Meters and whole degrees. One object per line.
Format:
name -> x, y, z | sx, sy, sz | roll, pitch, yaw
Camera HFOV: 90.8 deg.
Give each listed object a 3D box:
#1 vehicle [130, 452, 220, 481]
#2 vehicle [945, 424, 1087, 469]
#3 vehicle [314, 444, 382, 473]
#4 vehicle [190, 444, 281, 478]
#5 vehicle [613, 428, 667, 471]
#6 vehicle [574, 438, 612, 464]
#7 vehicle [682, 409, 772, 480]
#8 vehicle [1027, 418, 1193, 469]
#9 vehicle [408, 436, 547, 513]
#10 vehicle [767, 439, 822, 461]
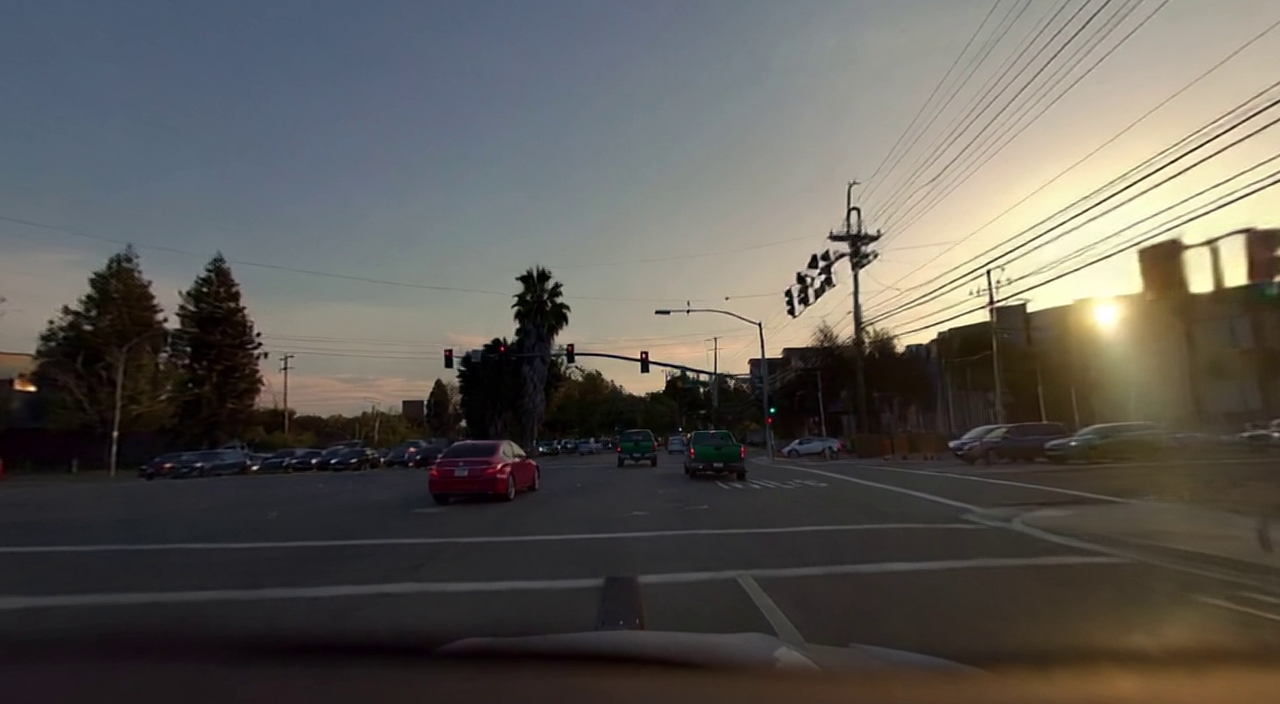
vehicle -> -28.056, 6.911, 38.323 | 1.985, 1.609, 4.536 | -1, -9, 1
vehicle -> 15.439, 3.918, 26.080 | 4.681, 1.756, 2.109 | 2, -9, -9
vehicle -> -17.996, 6.547, 39.179 | 1.958, 1.683, 4.559 | -1, -8, 2
vehicle -> -24.438, 6.601, 38.411 | 2.224, 1.759, 4.994 | -4, -9, 0
vehicle -> 0.129, 5.259, 34.226 | 2.643, 2.145, 5.585 | -1, -8, 3
vehicle -> -3.316, 7.161, 45.779 | 2.273, 1.749, 4.385 | 0, -8, 2
vehicle -> 3.527, 4.008, 27.414 | 2.905, 2.636, 6.895 | 0, -8, 0
vehicle -> 17.390, 3.419, 23.474 | 4.782, 1.768, 2.152 | 2, -9, -11
vehicle -> -3.560, 2.760, 14.794 | 1.939, 1.494, 4.499 | 0, -8, 2
vehicle -> 12.059, 7.713, 49.612 | 2.010, 1.633, 4.246 | 3, -9, -21
